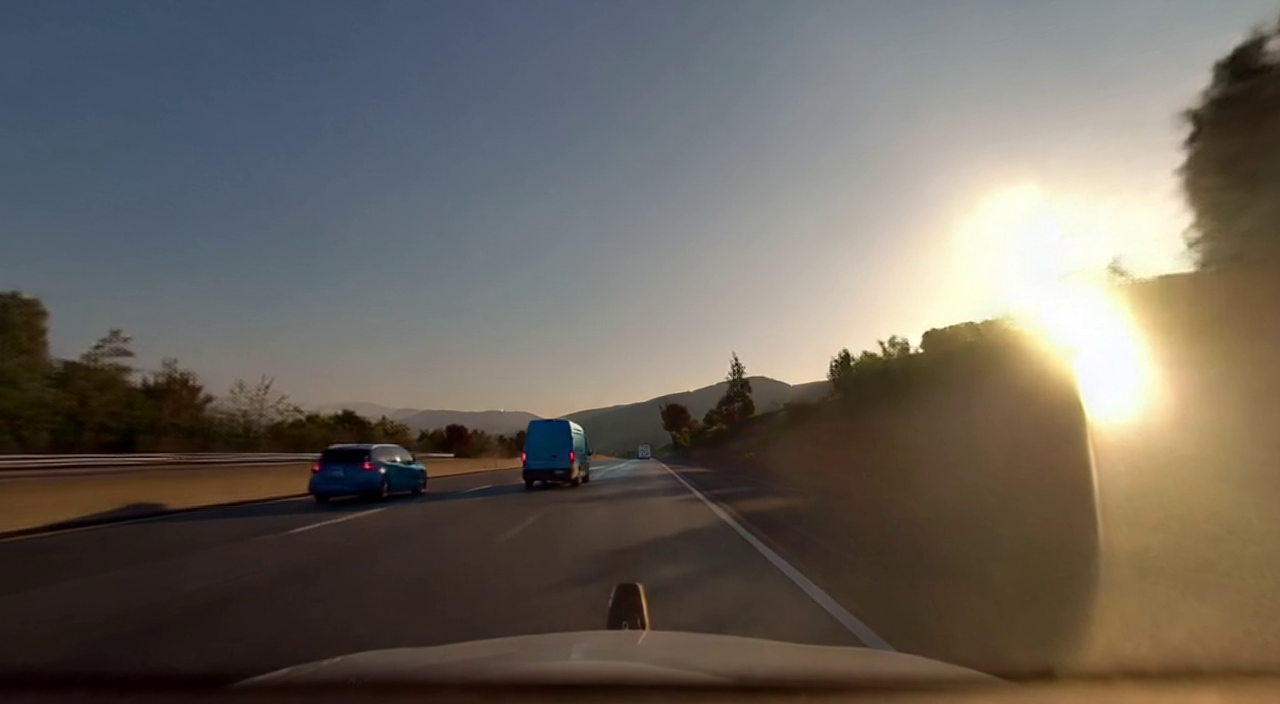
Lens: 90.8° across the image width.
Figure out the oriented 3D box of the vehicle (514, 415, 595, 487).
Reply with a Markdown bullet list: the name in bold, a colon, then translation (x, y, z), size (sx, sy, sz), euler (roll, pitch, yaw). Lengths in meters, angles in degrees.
- **vehicle**: translation (-3.284, 4.019, 25.640), size (2.437, 2.565, 5.829), euler (0, -9, 1)

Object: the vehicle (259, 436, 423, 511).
- **vehicle**: translation (-7.553, 3.100, 16.540), size (2.164, 1.664, 4.252), euler (0, -9, 0)
